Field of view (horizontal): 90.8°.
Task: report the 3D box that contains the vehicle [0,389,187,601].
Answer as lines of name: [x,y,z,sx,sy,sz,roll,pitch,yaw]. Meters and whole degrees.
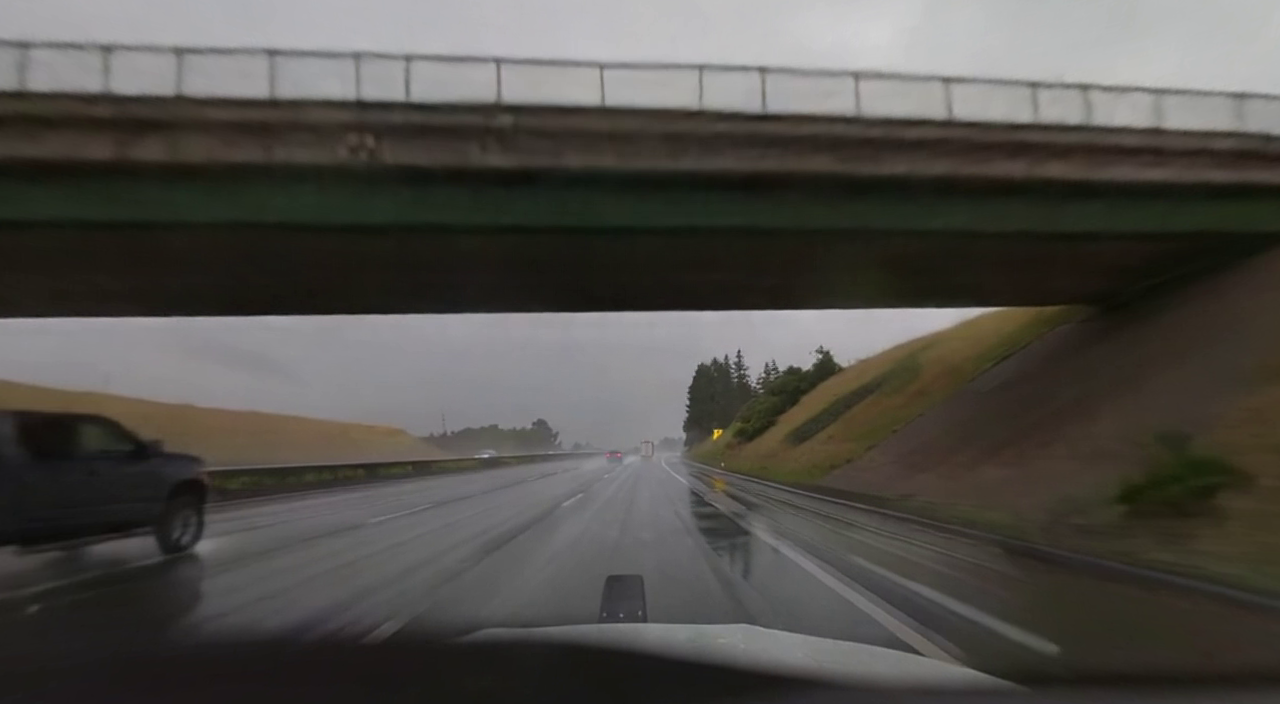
vehicle: [-7.053,1.279,5.550,2.232,1.947,5.180,0,-9,0]
